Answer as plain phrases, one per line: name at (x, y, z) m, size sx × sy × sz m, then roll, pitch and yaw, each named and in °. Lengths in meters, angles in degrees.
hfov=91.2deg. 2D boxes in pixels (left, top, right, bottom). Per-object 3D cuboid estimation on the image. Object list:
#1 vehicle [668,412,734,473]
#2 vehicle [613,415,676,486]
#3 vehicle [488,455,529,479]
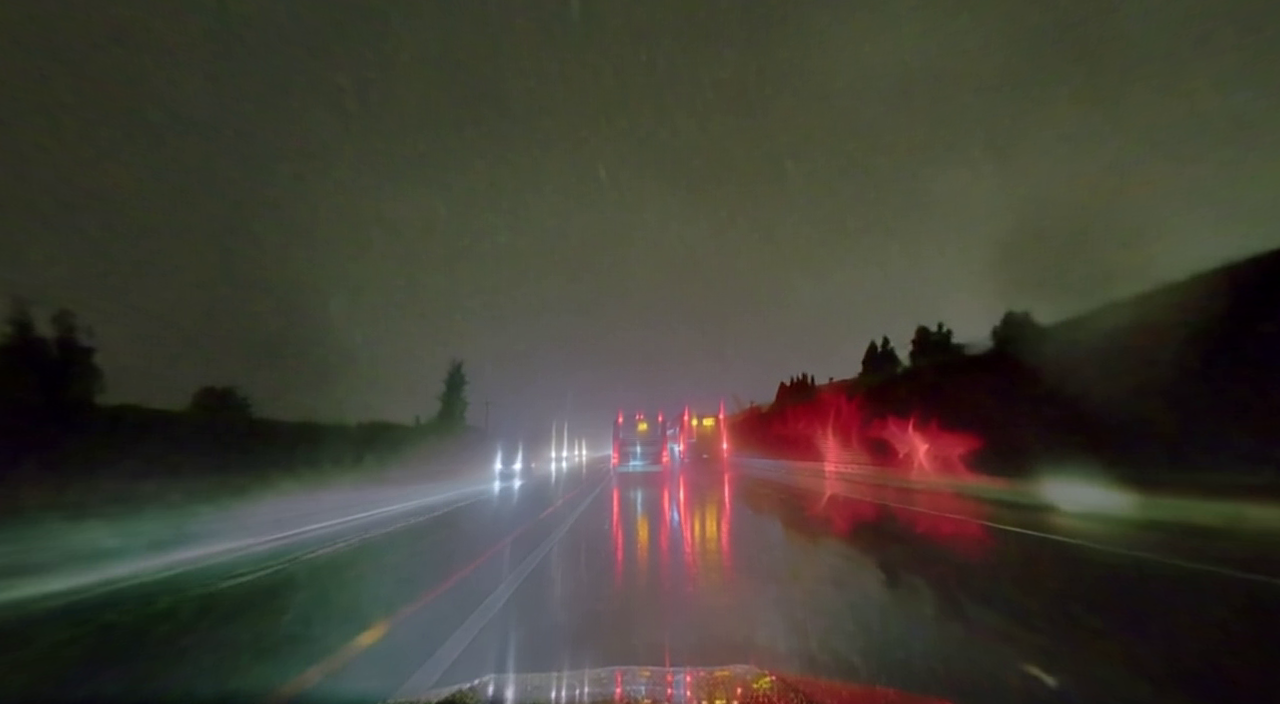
vehicle at (4.032, 6.560, 44.921) m, size 3.074 × 3.668 × 12.805 m, roll 0°, pitch -9°, yaw -2°
vehicle at (0.072, 4.218, 26.836) m, size 2.414 × 2.675 × 5.574 m, roll 0°, pitch -9°, yaw -2°
vehicle at (-9.063, 7.921, 43.407) m, size 1.893 × 1.482 × 4.464 m, roll 0°, pitch -9°, yaw 0°
